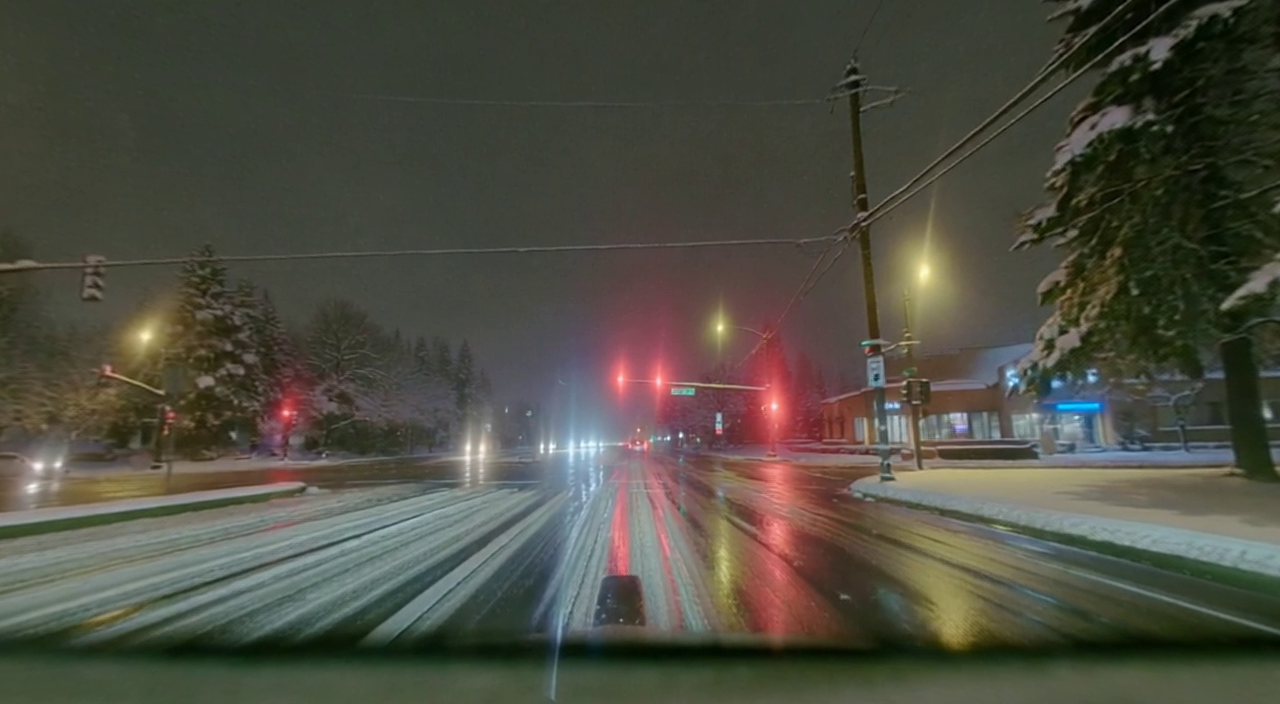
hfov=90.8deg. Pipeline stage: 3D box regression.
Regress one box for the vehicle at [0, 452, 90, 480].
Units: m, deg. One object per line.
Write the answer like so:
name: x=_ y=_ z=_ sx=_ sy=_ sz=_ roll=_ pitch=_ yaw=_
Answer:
vehicle: x=-34.333 y=6.435 z=35.781 sx=4.500 sy=1.465 sz=1.936 roll=0 pitch=-9 yaw=1
